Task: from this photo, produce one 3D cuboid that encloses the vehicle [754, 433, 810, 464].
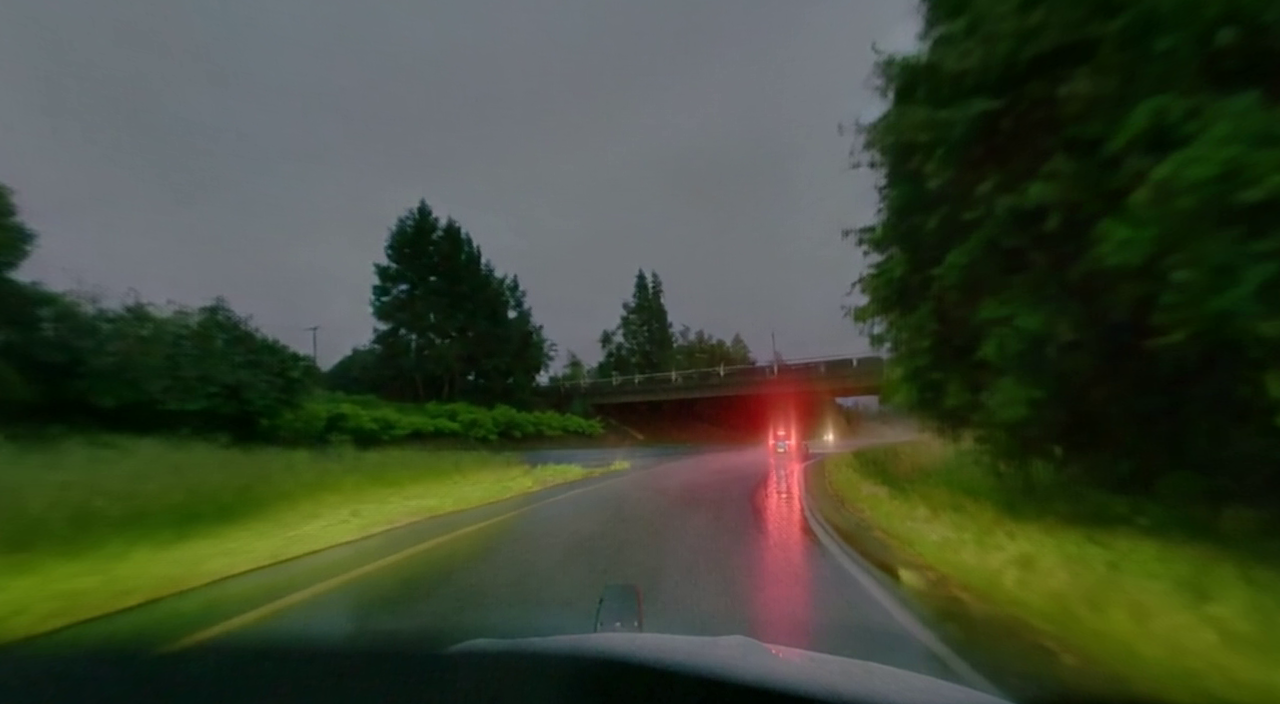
[{"bbox_3d":[7.347,4.978,32.366,1.980,1.449,3.650,-5,-10,25],"label":"vehicle"}]
